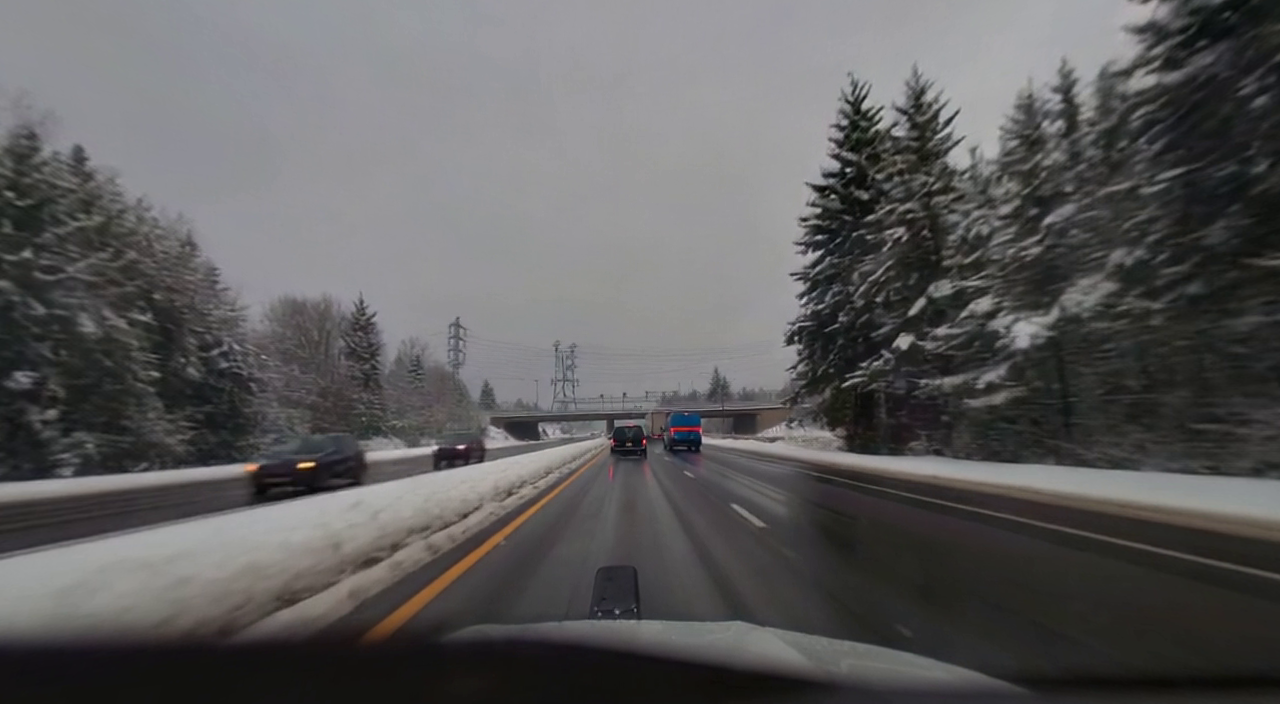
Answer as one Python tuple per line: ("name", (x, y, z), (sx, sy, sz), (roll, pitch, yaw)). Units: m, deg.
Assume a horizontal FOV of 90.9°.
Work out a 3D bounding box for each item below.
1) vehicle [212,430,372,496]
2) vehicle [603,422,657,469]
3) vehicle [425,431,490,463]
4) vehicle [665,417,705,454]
("vehicle", (-9.250, 2.946, 17.236), (1.992, 1.566, 4.223), (0, -8, -1))
("vehicle", (-0.450, 3.837, 26.004), (2.073, 1.750, 4.116), (0, -8, -2))
("vehicle", (-9.637, 5.062, 33.757), (2.086, 1.597, 4.854), (0, -8, -1))
("vehicle", (3.196, 6.123, 46.068), (2.387, 2.506, 5.374), (0, -8, -2))
